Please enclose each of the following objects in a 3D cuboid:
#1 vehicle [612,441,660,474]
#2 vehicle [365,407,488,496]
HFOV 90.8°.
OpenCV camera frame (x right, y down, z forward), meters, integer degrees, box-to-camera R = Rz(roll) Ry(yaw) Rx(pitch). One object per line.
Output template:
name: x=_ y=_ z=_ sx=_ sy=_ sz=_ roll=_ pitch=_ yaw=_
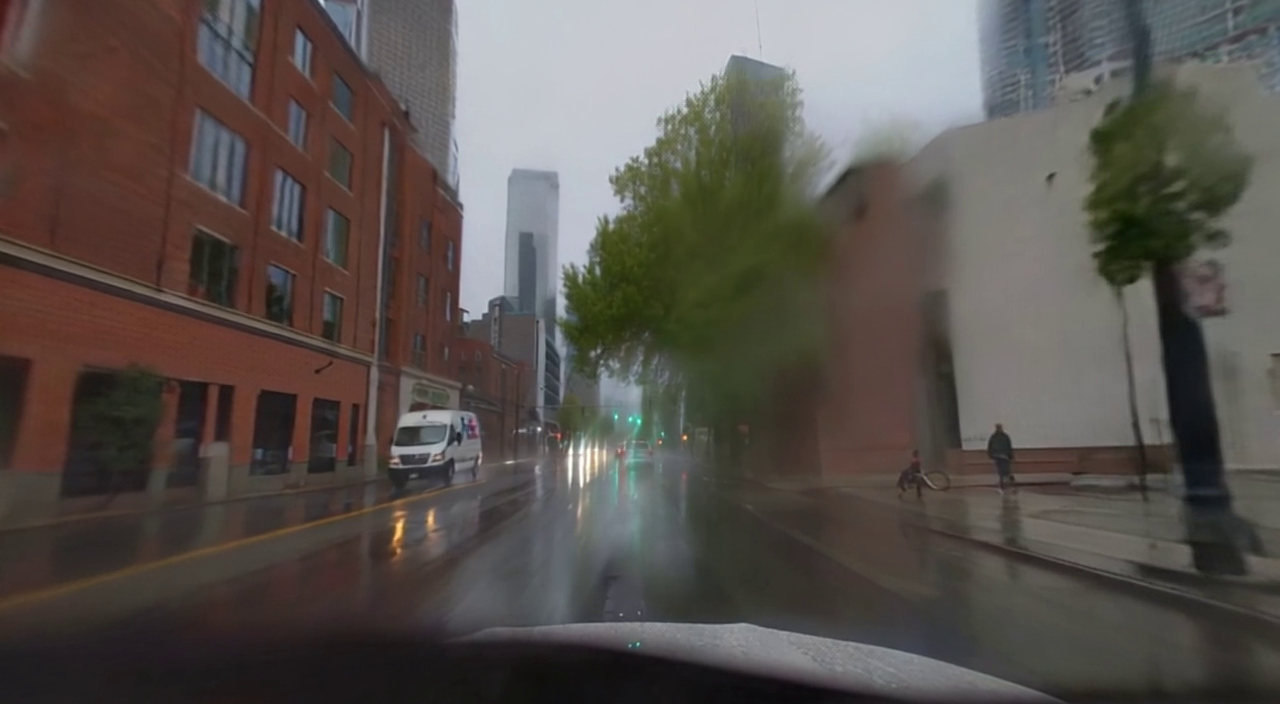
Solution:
vehicle: x=-0.266 y=5.527 z=33.349 sx=2.356 sy=1.572 sz=4.810 roll=0 pitch=-8 yaw=-2
vehicle: x=-7.059 y=3.376 z=21.773 sx=2.418 sy=2.620 sz=5.522 roll=-1 pitch=-8 yaw=-1
